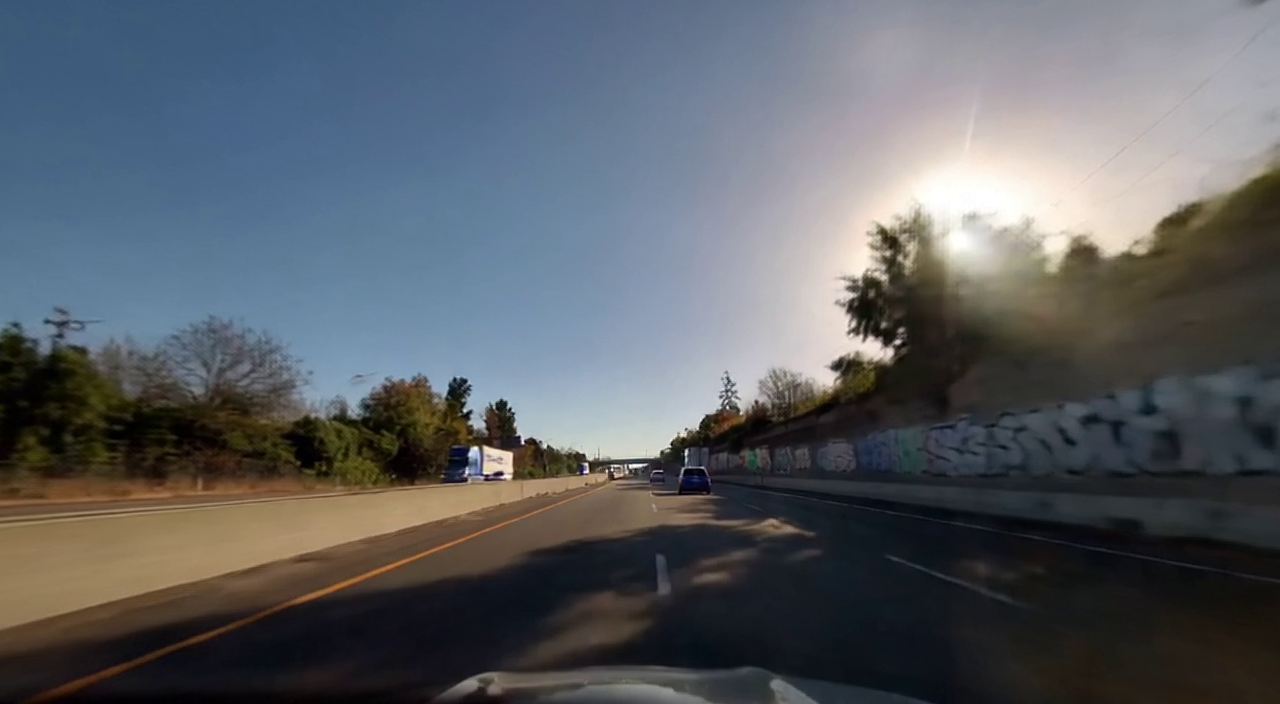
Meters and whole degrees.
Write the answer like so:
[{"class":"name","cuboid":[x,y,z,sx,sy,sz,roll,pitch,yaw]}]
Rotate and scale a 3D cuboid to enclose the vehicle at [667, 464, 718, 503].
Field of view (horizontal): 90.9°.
[{"class":"vehicle","cuboid":[2.302,5.865,28.373,2.011,1.574,3.512,2,-10,1]}]
